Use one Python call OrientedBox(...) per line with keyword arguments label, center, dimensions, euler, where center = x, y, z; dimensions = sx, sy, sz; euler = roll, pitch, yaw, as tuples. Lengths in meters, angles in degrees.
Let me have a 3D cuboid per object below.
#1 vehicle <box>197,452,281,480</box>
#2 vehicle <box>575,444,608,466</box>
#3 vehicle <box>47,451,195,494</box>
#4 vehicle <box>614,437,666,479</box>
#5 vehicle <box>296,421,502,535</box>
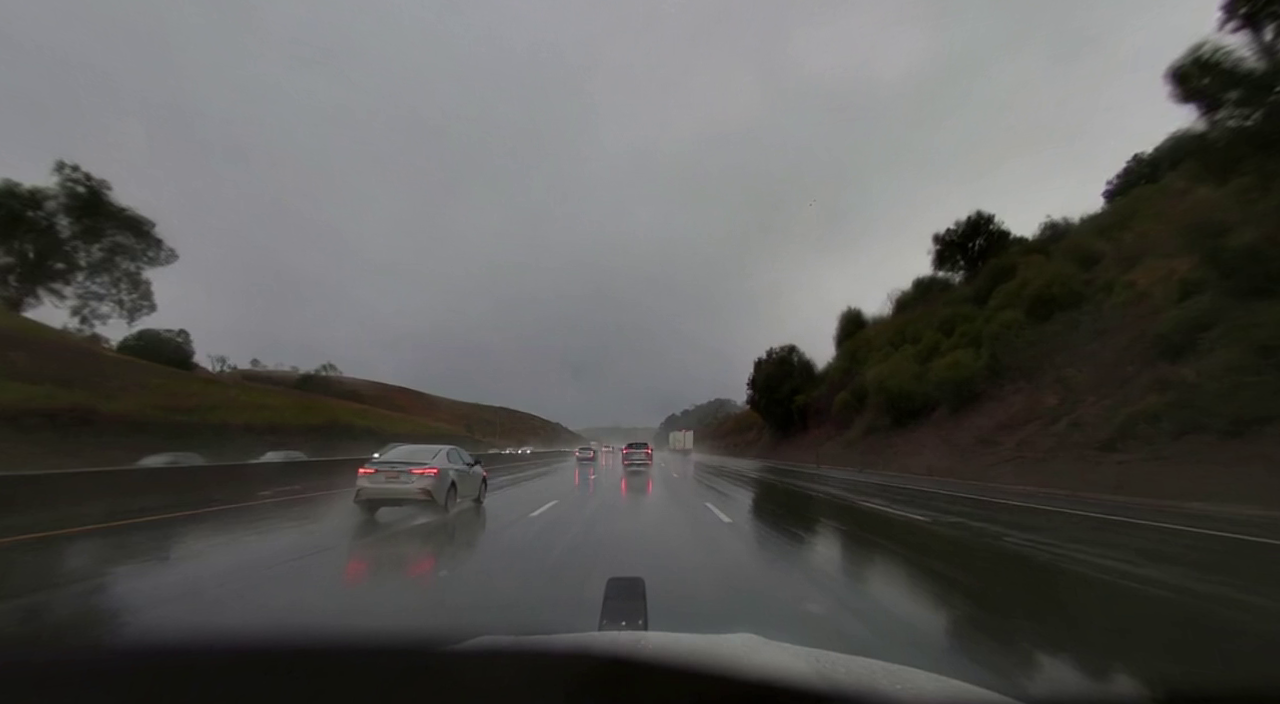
OrientedBox(label="vehicle", center=(-23.938, 6.792, 37.898), dimensions=(1.947, 1.473, 4.731), euler=(0, -8, 0))
OrientedBox(label="vehicle", center=(-3.578, 7.676, 47.249), dimensions=(2.061, 1.549, 4.321), euler=(0, -8, 0))
OrientedBox(label="vehicle", center=(-19.985, 4.634, 24.608), dimensions=(1.892, 1.461, 4.547), euler=(0, -8, 0))
OrientedBox(label="vehicle", center=(0.010, 4.639, 27.832), dimensions=(2.086, 1.685, 4.206), euler=(0, -8, 0))
OrientedBox(label="vehicle", center=(-4.060, 2.188, 11.541), dimensions=(2.076, 1.690, 4.113), euler=(0, -8, 1))
